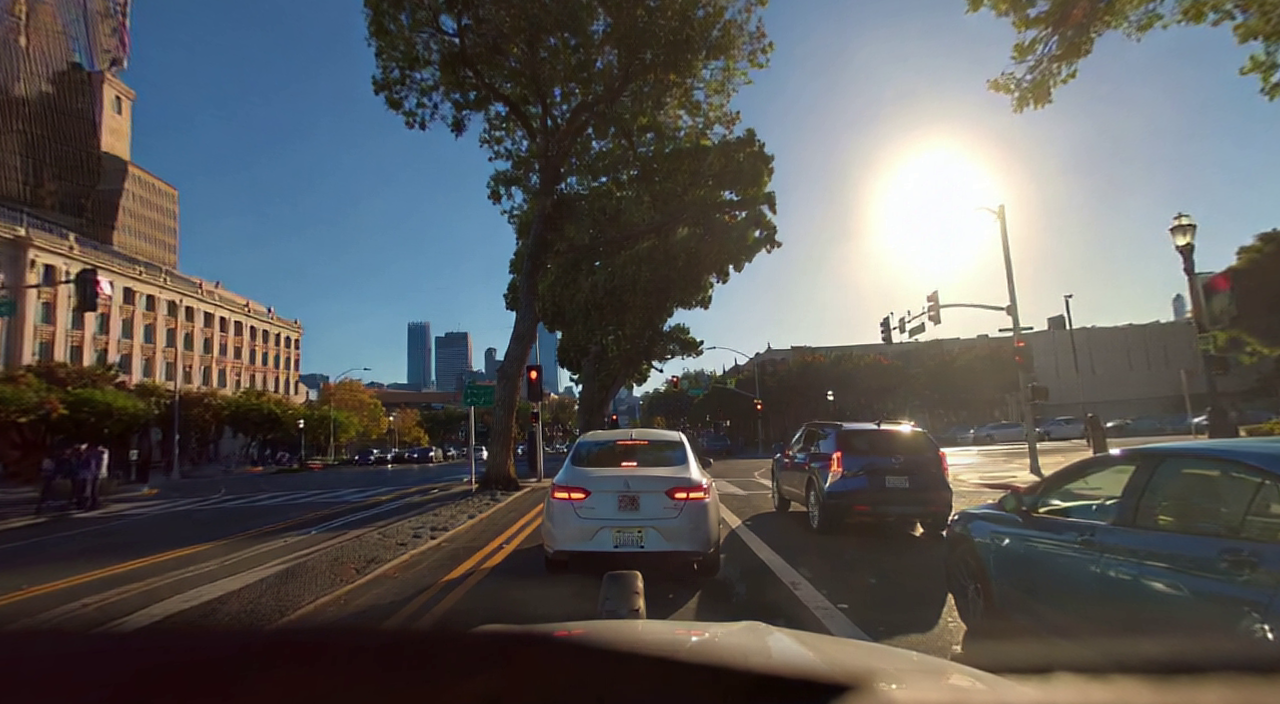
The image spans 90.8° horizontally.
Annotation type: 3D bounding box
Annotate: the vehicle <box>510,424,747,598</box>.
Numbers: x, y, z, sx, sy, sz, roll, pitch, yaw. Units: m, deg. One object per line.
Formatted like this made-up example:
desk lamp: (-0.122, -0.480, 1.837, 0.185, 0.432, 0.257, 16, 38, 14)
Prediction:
vehicle: (-0.103, 1.694, 7.537, 2.096, 1.521, 3.747, 0, -8, 0)

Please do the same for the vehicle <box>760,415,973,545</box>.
vehicle: (3.513, 2.078, 10.939, 1.978, 1.738, 4.599, 0, -8, 0)

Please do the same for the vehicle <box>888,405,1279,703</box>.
vehicle: (3.375, 1.175, 3.995, 1.833, 1.465, 4.258, 0, -8, -1)
